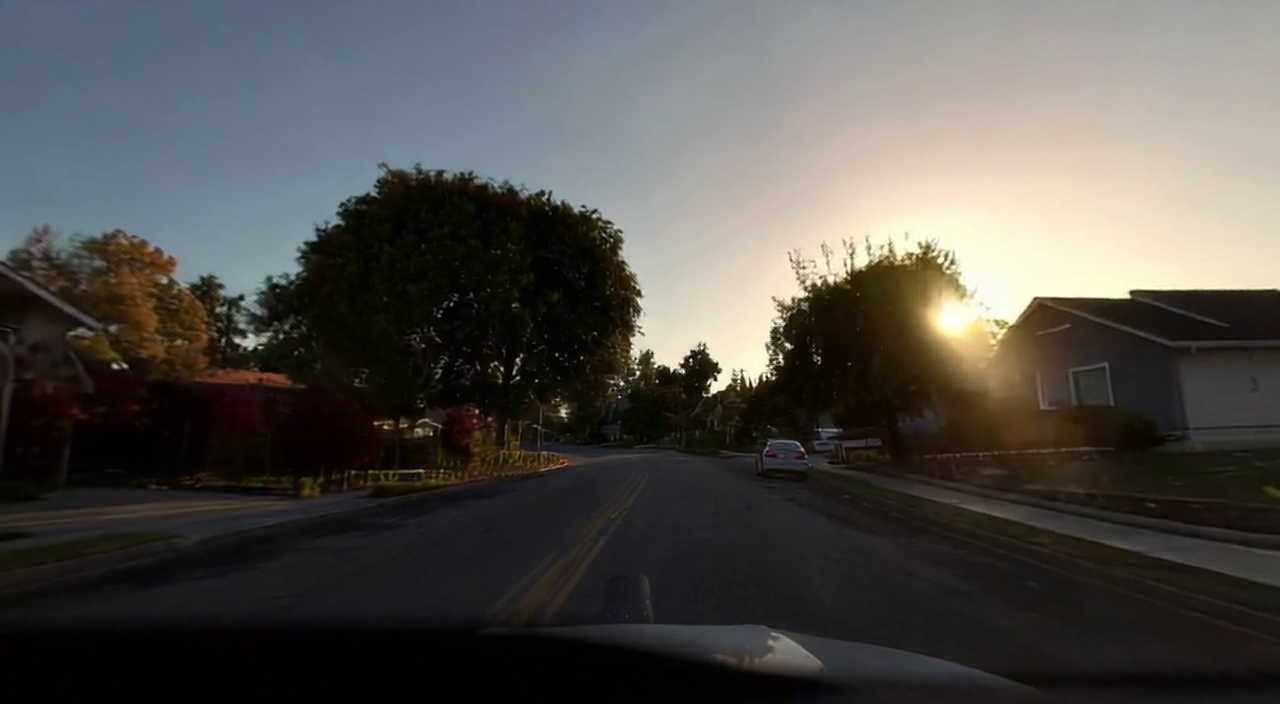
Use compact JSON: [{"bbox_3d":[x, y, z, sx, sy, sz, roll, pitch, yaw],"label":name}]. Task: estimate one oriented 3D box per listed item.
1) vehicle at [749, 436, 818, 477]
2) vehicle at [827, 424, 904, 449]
[{"bbox_3d":[5.621,4.138,25.198,2.129,1.490,4.369,-1,-8,6],"label":"vehicle"},{"bbox_3d":[15.067,5.690,42.311,4.403,1.662,1.882,0,-8,-3],"label":"vehicle"}]
